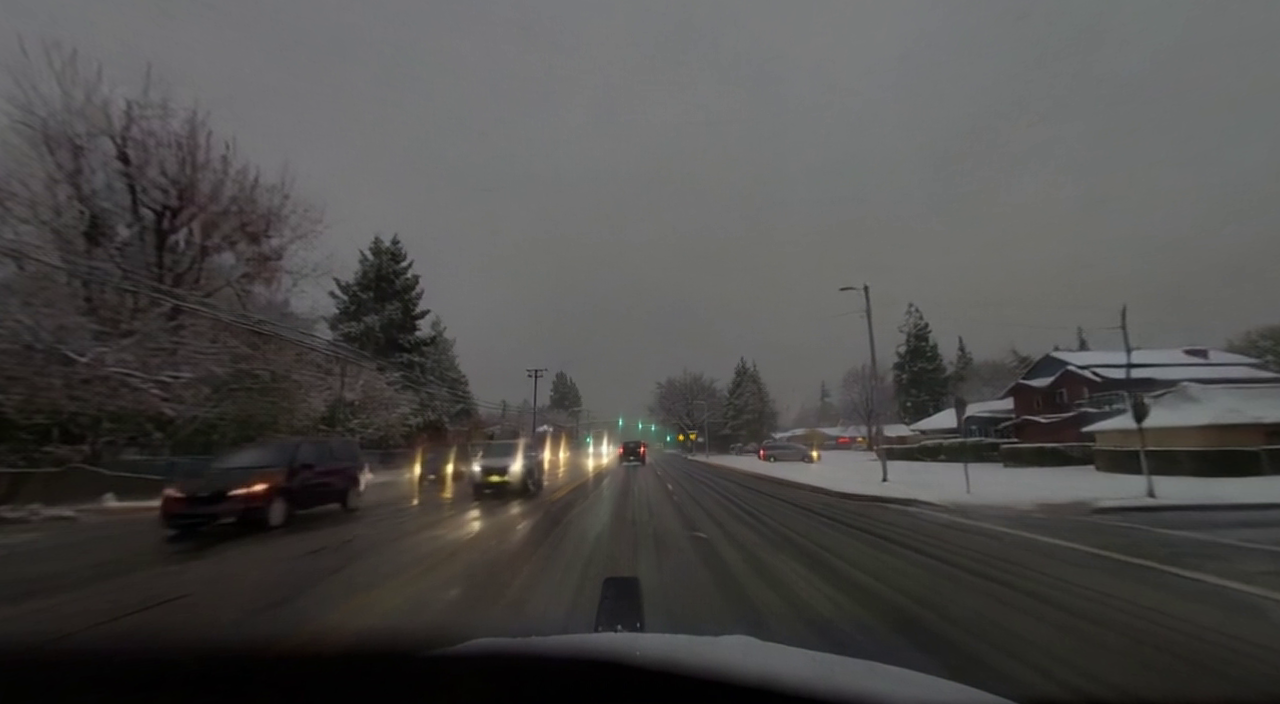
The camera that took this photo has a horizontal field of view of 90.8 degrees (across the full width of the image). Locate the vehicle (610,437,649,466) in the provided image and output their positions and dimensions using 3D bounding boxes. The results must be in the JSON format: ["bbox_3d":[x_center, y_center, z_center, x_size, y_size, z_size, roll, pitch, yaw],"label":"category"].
[{"bbox_3d":[-0.654,7.046,44.869,2.554,1.902,5.329,0,-9,1],"label":"vehicle"}]

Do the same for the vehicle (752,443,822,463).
[{"bbox_3d":[10.995,7.588,47.439,4.697,1.462,1.881,0,-8,-2],"label":"vehicle"}]

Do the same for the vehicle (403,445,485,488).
[{"bbox_3d":[-8.034,4.709,26.335,2.054,1.528,4.297,-2,-9,0],"label":"vehicle"}]

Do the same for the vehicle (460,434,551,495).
[{"bbox_3d":[-4.139,3.523,20.145,1.955,1.723,4.287,0,-9,0],"label":"vehicle"}]

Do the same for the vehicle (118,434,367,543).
[{"bbox_3d":[-7.446,2.567,12.552,2.069,1.654,4.458,-2,-9,0],"label":"vehicle"}]
